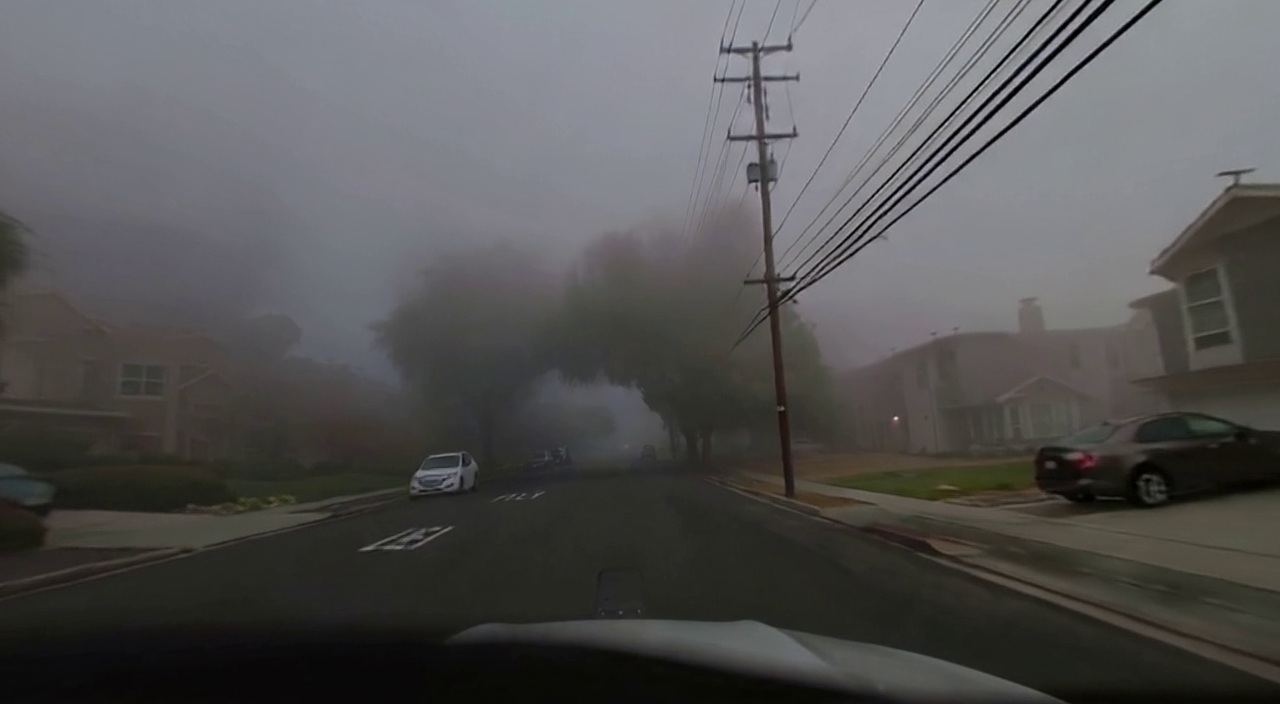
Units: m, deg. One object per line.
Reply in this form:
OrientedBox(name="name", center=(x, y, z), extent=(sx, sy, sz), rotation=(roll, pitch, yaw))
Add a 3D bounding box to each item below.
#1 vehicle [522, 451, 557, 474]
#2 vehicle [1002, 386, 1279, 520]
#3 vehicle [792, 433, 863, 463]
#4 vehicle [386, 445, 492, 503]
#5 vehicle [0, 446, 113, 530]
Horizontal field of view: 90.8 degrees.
OrientedBox(name="vehicle", center=(-7.644, 8.410, 48.150), extent=(2.041, 1.587, 3.920), rotation=(-2, -9, 0))
OrientedBox(name="vehicle", center=(9.561, 1.712, 11.282), extent=(4.822, 1.864, 2.100), rotation=(-4, -8, -6))
OrientedBox(name="vehicle", center=(12.865, 6.623, 43.401), extent=(4.145, 1.767, 1.880), rotation=(-9, -10, 29))
OrientedBox(name="vehicle", center=(-7.026, 4.308, 22.770), extent=(2.162, 1.757, 5.201), rotation=(-2, -9, -1))
OrientedBox(name="vehicle", center=(-14.885, 2.809, 13.376), extent=(5.395, 1.615, 2.132), rotation=(0, -9, -2))
